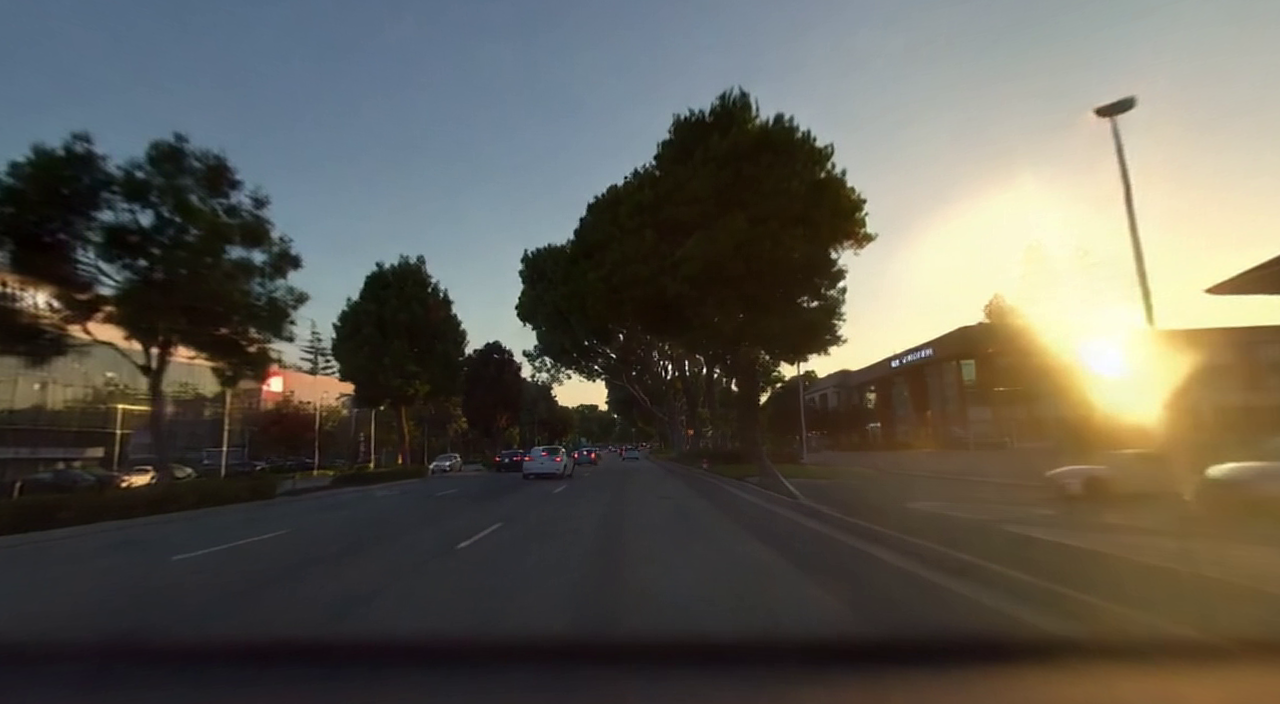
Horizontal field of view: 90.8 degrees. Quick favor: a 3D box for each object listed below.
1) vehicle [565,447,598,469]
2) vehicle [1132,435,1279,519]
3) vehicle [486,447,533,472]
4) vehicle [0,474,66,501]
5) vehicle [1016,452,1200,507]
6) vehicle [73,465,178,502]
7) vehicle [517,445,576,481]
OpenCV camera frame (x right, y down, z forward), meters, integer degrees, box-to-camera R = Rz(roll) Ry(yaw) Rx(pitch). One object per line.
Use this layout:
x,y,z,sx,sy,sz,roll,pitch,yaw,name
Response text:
-4.160,7.609,45.578,1.971,1.414,4.317,0,-8,0,vehicle
12.433,2.349,12.123,4.372,1.445,1.928,1,-8,-2,vehicle
-8.406,6.995,41.232,1.976,1.497,4.709,0,-8,1,vehicle
-44.053,9.609,44.615,4.728,1.668,2.240,-2,-9,-2,vehicle
12.366,3.353,16.861,3.467,1.349,1.839,1,-8,-4,vehicle
-27.184,6.929,33.610,1.758,1.566,4.531,-4,-8,1,vehicle
-4.194,5.075,29.153,2.011,1.483,4.596,-1,-8,0,vehicle
